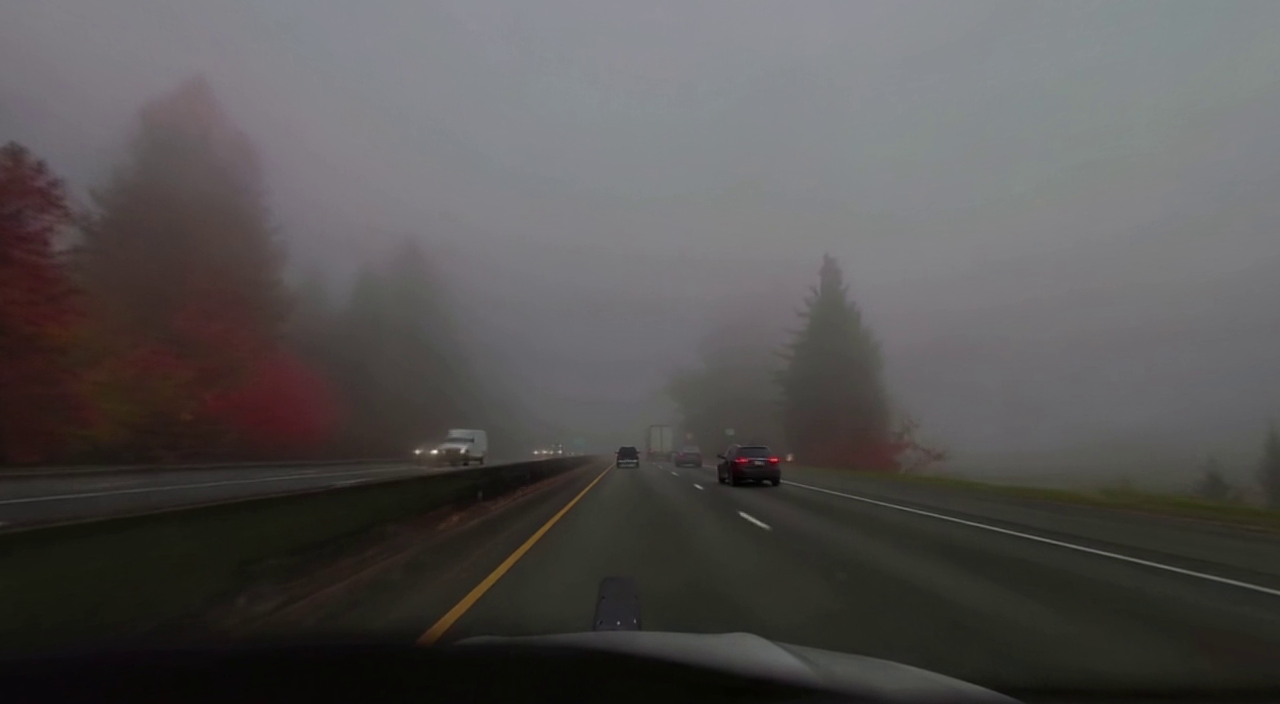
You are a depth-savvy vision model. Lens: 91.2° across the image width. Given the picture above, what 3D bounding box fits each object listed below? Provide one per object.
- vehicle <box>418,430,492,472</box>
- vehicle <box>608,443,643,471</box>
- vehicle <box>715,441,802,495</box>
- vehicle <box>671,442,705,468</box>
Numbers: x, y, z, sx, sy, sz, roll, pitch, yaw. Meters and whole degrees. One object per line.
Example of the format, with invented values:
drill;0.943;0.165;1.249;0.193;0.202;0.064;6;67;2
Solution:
vehicle;-9.254;5.020;31.910;2.244;1.935;5.210;0;-9;-1
vehicle;-0.921;6.799;40.829;2.151;1.693;4.201;0;-9;-1
vehicle;3.680;3.677;20.214;1.968;1.513;3.911;0;-9;-1
vehicle;3.386;7.313;44.712;1.982;1.745;4.151;0;-9;-2
